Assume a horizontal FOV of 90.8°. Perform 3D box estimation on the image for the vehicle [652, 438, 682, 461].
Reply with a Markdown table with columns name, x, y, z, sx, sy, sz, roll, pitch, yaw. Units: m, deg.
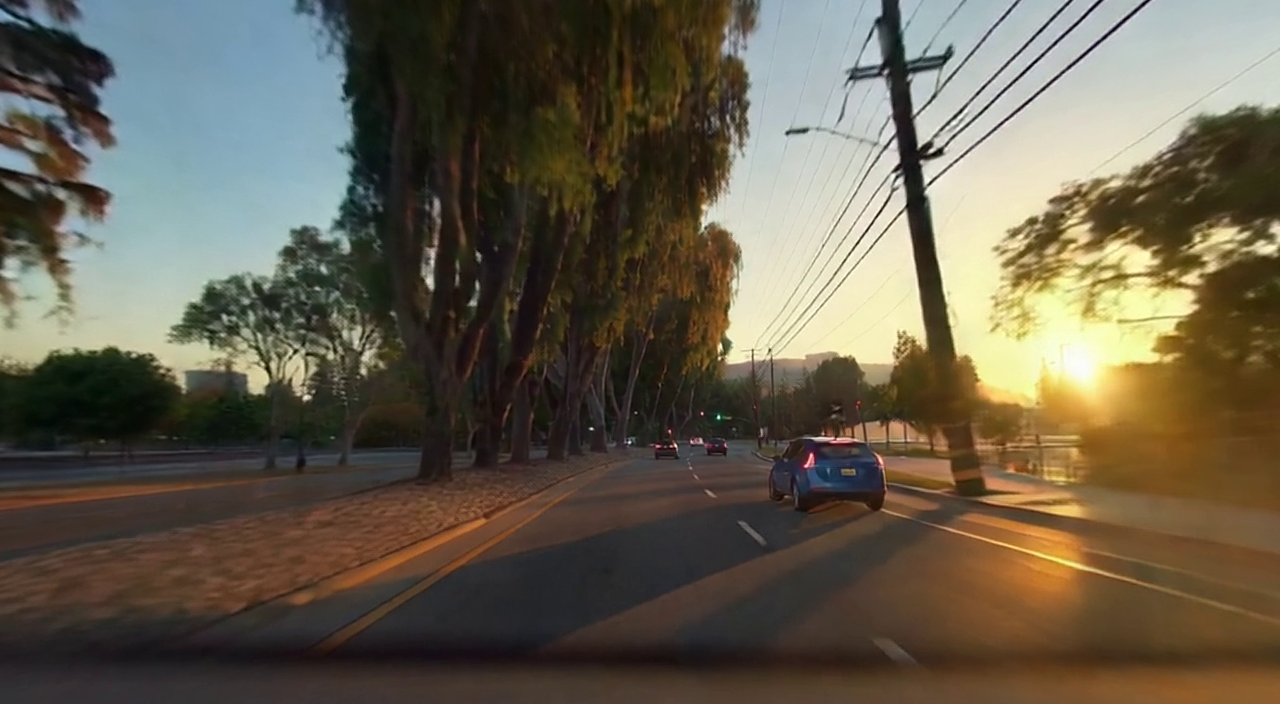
| name | x | y | z | sx | sy | sz | roll | pitch | yaw |
| --- | --- | --- | --- | --- | --- | --- | --- | --- | --- |
| vehicle | 2.155 | 7.556 | 49.033 | 2.163 | 1.746 | 4.073 | -1 | -9 | 4 |

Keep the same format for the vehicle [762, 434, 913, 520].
| name | x | y | z | sx | sy | sz | roll | pitch | yaw |
| --- | --- | --- | --- | --- | --- | --- | --- | --- | --- |
| vehicle | 3.962 | 2.569 | 13.527 | 1.881 | 1.512 | 4.294 | -1 | -8 | 1 |
